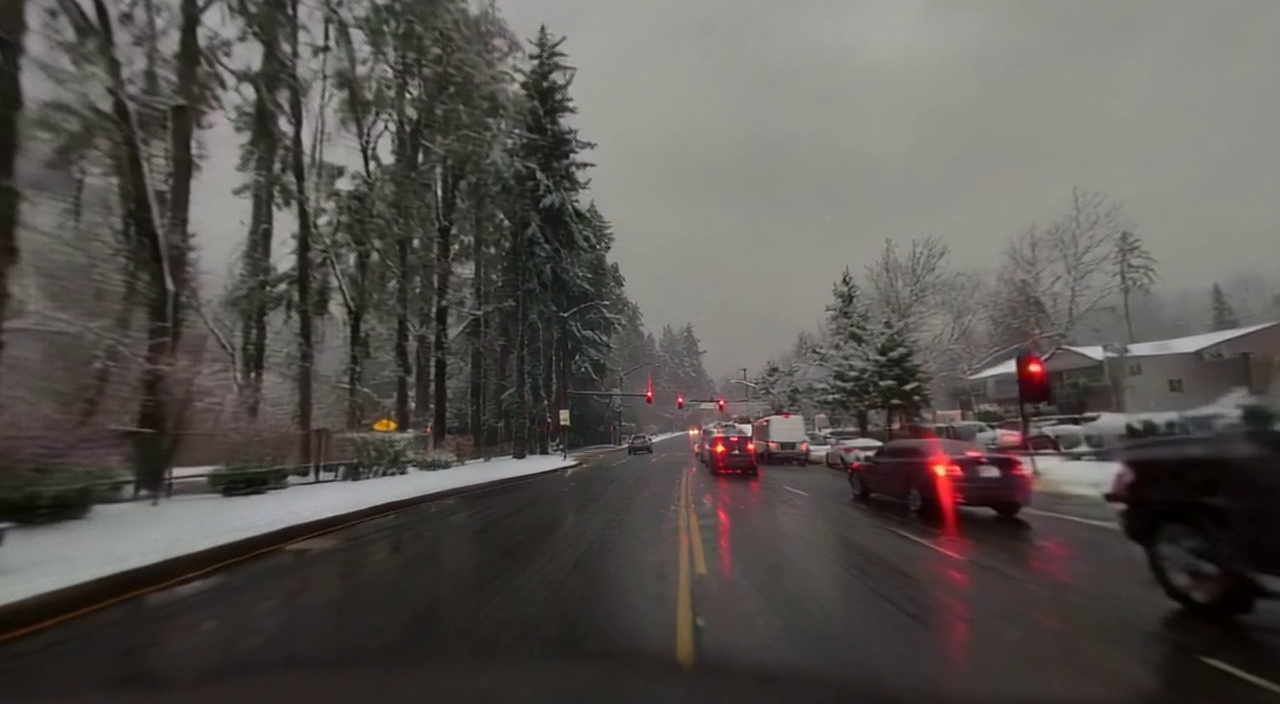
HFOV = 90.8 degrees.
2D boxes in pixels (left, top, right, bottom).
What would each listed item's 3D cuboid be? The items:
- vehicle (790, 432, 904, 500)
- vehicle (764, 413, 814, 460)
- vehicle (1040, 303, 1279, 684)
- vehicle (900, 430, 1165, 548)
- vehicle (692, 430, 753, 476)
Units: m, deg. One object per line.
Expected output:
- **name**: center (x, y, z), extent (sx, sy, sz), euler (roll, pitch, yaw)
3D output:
- **vehicle**: center (6.060, 3.321, 19.151), extent (1.803, 1.754, 4.480), euler (-1, -7, -1)
- **vehicle**: center (7.852, 4.521, 33.575), extent (1.933, 2.309, 3.468), euler (-1, -8, 3)
- **vehicle**: center (4.626, 0.646, 2.541), extent (2.268, 2.090, 6.113), euler (-1, -8, 3)
- **vehicle**: center (5.853, 2.048, 10.127), extent (1.915, 1.480, 3.925), euler (-1, -8, 4)
- **vehicle**: center (3.254, 4.094, 25.835), extent (2.052, 1.693, 4.554), euler (0, -8, 2)
